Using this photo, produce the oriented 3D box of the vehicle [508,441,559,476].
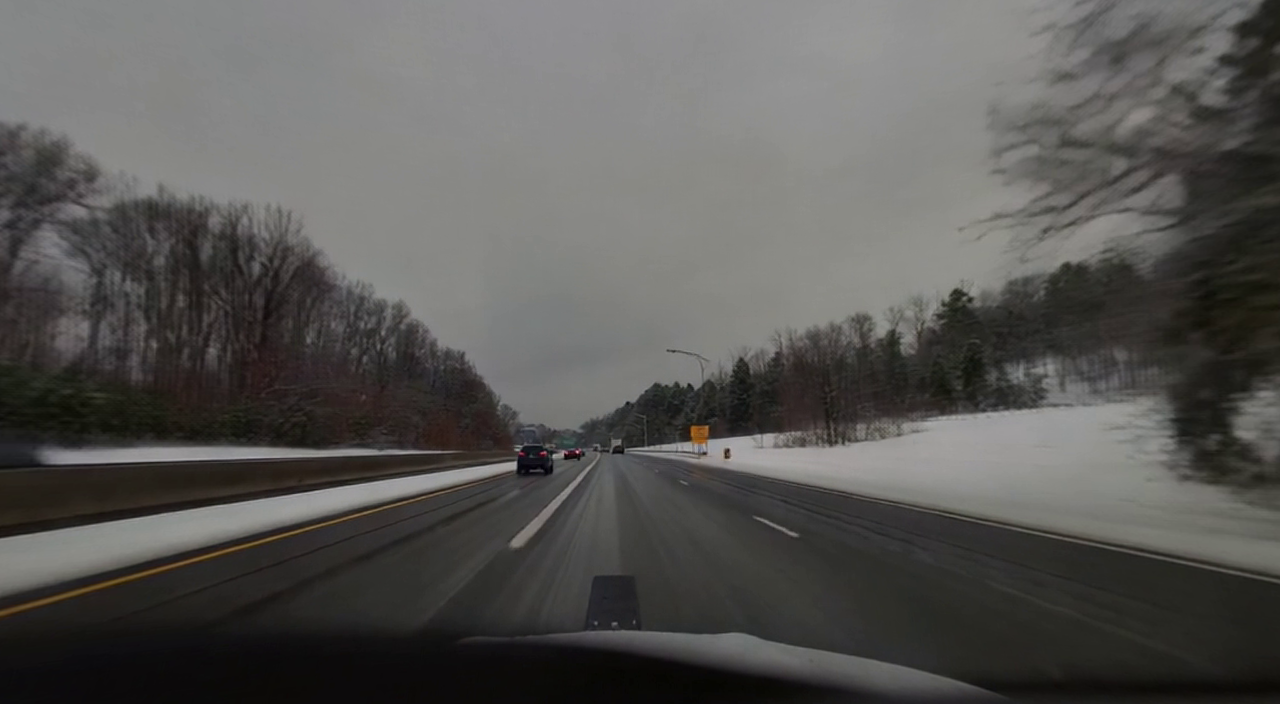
[{"bbox_3d":[-5.508,5.564,32.941,2.151,1.693,4.201,0,-9,-2],"label":"vehicle"}]
